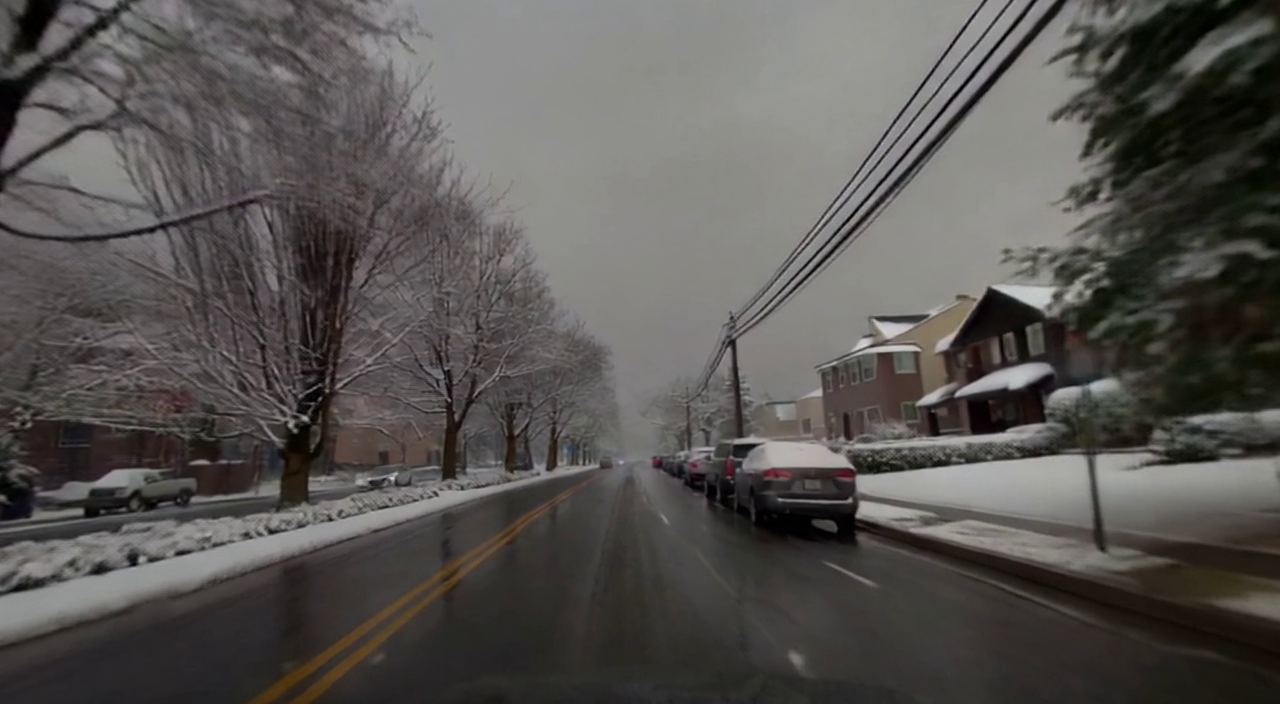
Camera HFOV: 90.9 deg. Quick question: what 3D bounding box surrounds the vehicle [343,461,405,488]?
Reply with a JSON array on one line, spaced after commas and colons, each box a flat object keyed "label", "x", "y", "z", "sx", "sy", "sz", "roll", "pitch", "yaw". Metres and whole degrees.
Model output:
[{"label": "vehicle", "x": -17.278, "y": 7.973, "z": 41.229, "sx": 1.946, "sy": 1.492, "sz": 4.794, "roll": 0, "pitch": -8, "yaw": 0}]

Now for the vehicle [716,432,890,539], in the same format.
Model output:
[{"label": "vehicle", "x": 3.012, "y": 2.596, "z": 13.060, "sx": 2.078, "sy": 1.738, "sz": 5.133, "roll": 0, "pitch": -8, "yaw": -2}]

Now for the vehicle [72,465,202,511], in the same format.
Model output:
[{"label": "vehicle", "x": -25.154, "y": 6.789, "z": 31.883, "sx": 2.305, "sy": 1.919, "sz": 5.187, "roll": 0, "pitch": -8, "yaw": -1}]
